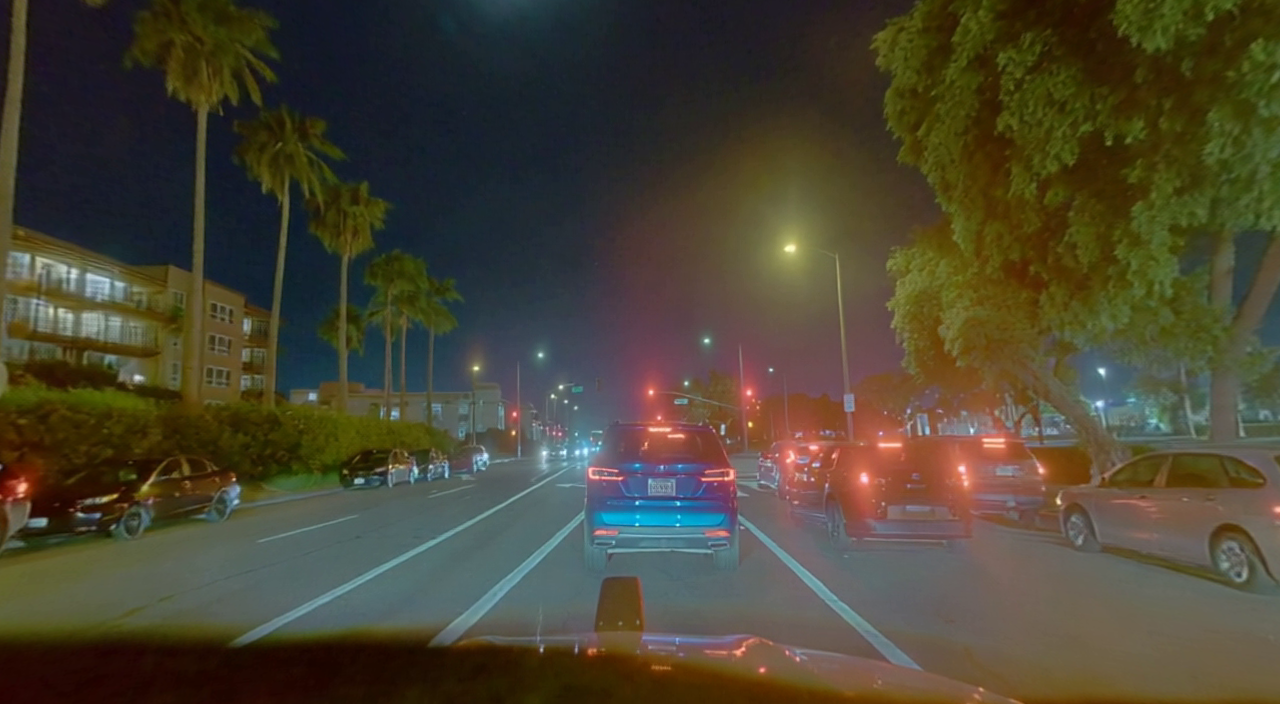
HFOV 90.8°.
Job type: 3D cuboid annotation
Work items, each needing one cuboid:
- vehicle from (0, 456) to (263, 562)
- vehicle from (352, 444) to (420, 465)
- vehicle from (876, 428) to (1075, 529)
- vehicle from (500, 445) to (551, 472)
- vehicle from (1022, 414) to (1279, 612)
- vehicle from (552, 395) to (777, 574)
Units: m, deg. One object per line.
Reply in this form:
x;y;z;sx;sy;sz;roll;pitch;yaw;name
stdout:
-9.565;2.798;11.935;2.054;1.467;4.595;-4;-9;0;vehicle
-18.722;7.514;46.642;1.759;1.457;4.297;-7;-11;38;vehicle
6.670;2.529;13.240;1.930;1.736;4.329;-1;-8;3;vehicle
-6.655;6.238;37.251;1.928;1.475;4.645;-1;-8;3;vehicle
6.443;1.598;6.919;1.935;1.672;4.139;0;-8;1;vehicle
0.262;1.655;8.586;2.264;1.798;4.258;0;-8;1;vehicle
